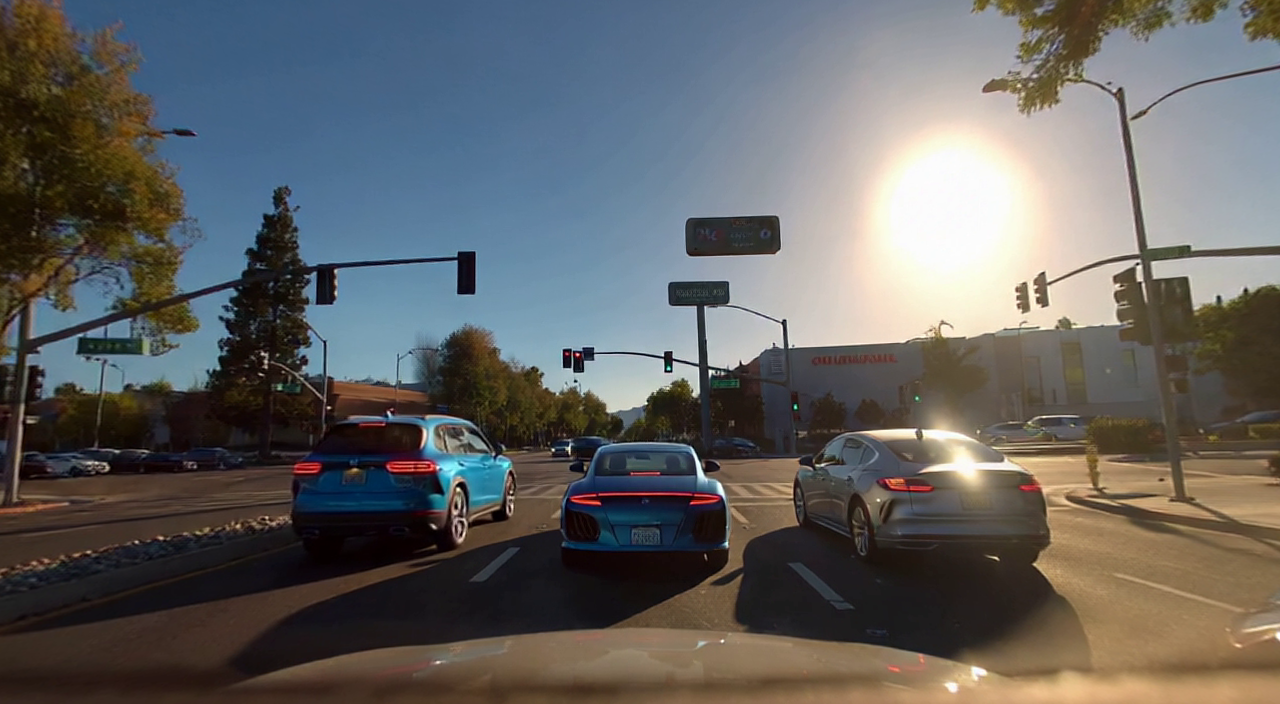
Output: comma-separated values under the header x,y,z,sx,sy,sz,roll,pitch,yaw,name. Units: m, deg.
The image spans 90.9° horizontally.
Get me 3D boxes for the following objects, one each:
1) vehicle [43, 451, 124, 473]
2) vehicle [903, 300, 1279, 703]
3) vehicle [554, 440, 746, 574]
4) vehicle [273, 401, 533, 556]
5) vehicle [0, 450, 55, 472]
x,y,z,sx,sy,sz,roll,pitch,yaw,name
-41.290,8.159,46.803,4.195,1.533,1.752,0,-8,-3,vehicle
3.104,0.801,2.540,2.143,1.759,4.531,0,-8,0,vehicle
0.116,1.872,8.388,1.945,1.343,3.827,0,-8,1,vehicle
-3.170,1.830,9.800,2.061,1.781,4.842,0,-8,1,vehicle
-46.156,7.968,46.175,4.545,1.558,1.833,0,-8,-4,vehicle
